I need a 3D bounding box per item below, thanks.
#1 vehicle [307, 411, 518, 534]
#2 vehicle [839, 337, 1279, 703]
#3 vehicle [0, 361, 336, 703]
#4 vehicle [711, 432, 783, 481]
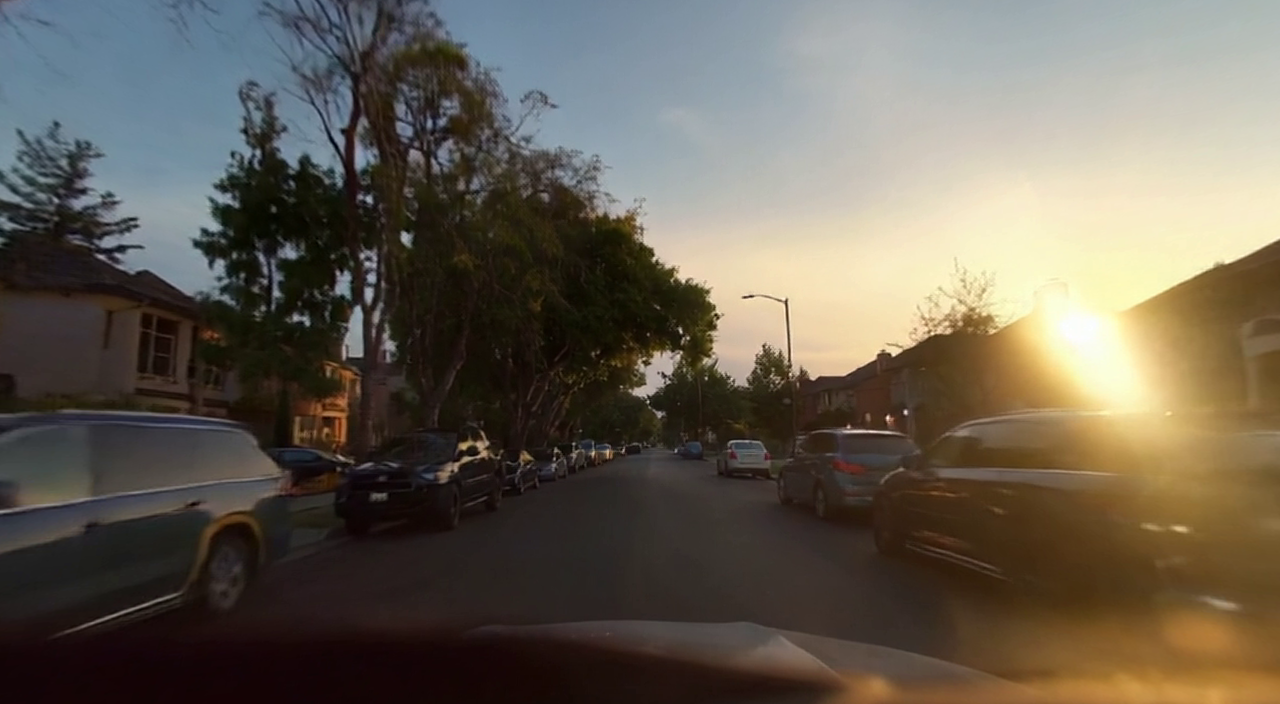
[{"bbox_3d":[-4.560,2.529,13.943,2.461,2.145,5.415,0,-8,2],"label":"vehicle"},{"bbox_3d":[3.926,1.278,6.113,1.995,1.944,5.400,0,-8,-3],"label":"vehicle"},{"bbox_3d":[-4.677,1.141,4.108,2.683,1.923,5.421,0,-8,0],"label":"vehicle"},{"bbox_3d":[4.474,4.472,27.282,2.306,1.901,4.908,0,-8,1],"label":"vehicle"}]
